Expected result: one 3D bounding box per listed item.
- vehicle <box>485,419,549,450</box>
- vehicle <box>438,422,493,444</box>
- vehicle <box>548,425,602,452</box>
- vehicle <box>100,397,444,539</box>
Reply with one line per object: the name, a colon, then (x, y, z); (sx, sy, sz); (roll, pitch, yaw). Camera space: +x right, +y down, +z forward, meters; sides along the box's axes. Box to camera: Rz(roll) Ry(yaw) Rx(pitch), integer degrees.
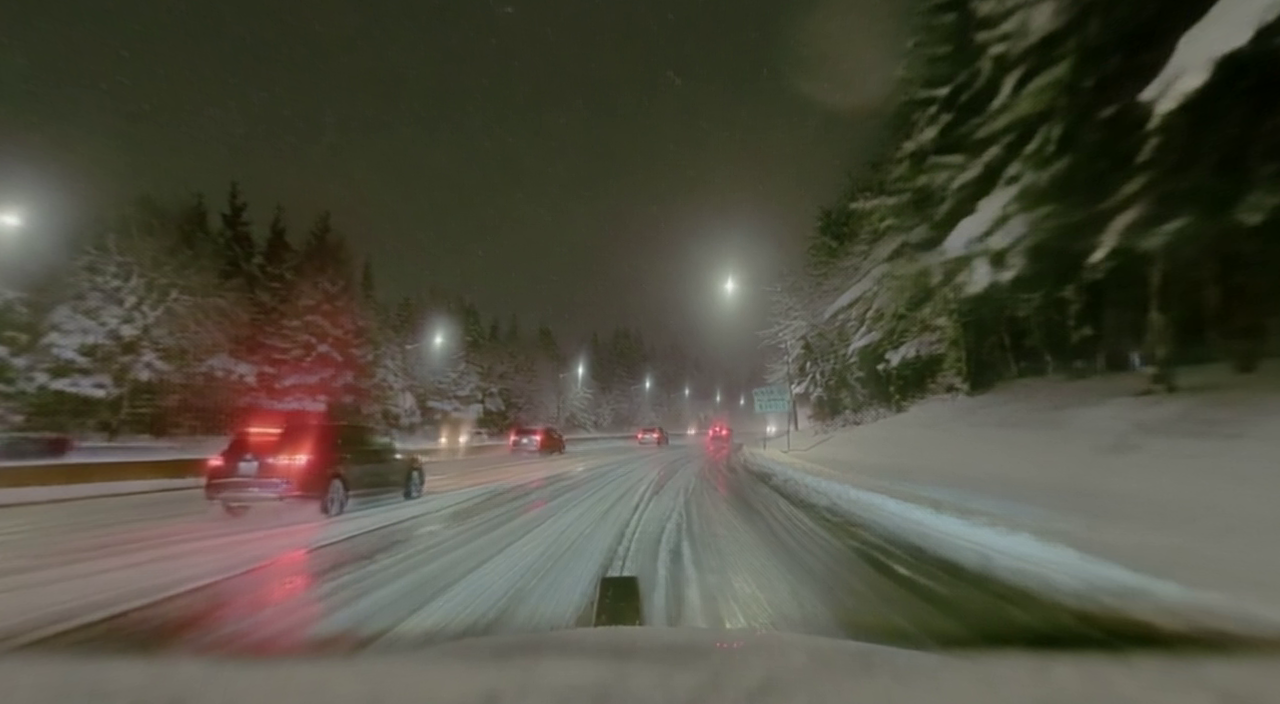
vehicle: (-7.364, 5.024, 38.312); (2.089, 1.736, 4.662); (-2, -8, 12)
vehicle: (-13.467, 6.349, 49.111); (1.955, 1.596, 4.917); (-2, -8, 14)
vehicle: (-3.732, 5.061, 37.031); (1.860, 1.442, 4.332); (-2, -8, 12)
vehicle: (-5.115, 1.676, 9.828); (2.082, 1.638, 4.644); (-1, -8, 9)
